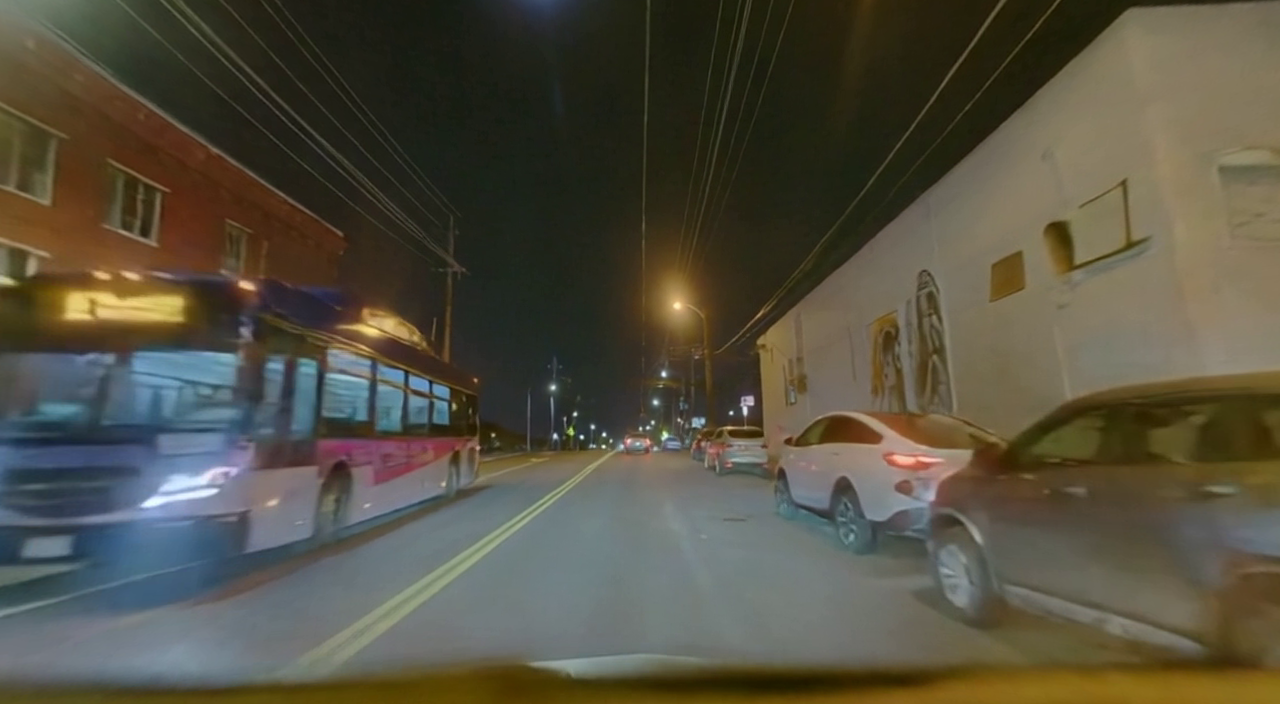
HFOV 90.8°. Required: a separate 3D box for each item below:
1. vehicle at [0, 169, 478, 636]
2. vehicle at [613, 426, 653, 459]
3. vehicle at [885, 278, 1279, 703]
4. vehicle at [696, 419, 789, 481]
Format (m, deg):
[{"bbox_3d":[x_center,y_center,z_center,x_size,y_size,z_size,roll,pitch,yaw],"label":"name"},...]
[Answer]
[{"bbox_3d":[-5.298,1.247,10.856,3.297,3.342,12.875,1,-9,-8],"label":"vehicle"},{"bbox_3d":[-0.402,5.365,37.269,2.190,1.783,4.048,0,-9,0],"label":"vehicle"},{"bbox_3d":[3.106,0.810,2.834,2.171,1.751,4.373,1,-10,-1],"label":"vehicle"},{"bbox_3d":[3.156,3.178,20.502,2.102,1.765,4.674,0,-9,-2],"label":"vehicle"}]
